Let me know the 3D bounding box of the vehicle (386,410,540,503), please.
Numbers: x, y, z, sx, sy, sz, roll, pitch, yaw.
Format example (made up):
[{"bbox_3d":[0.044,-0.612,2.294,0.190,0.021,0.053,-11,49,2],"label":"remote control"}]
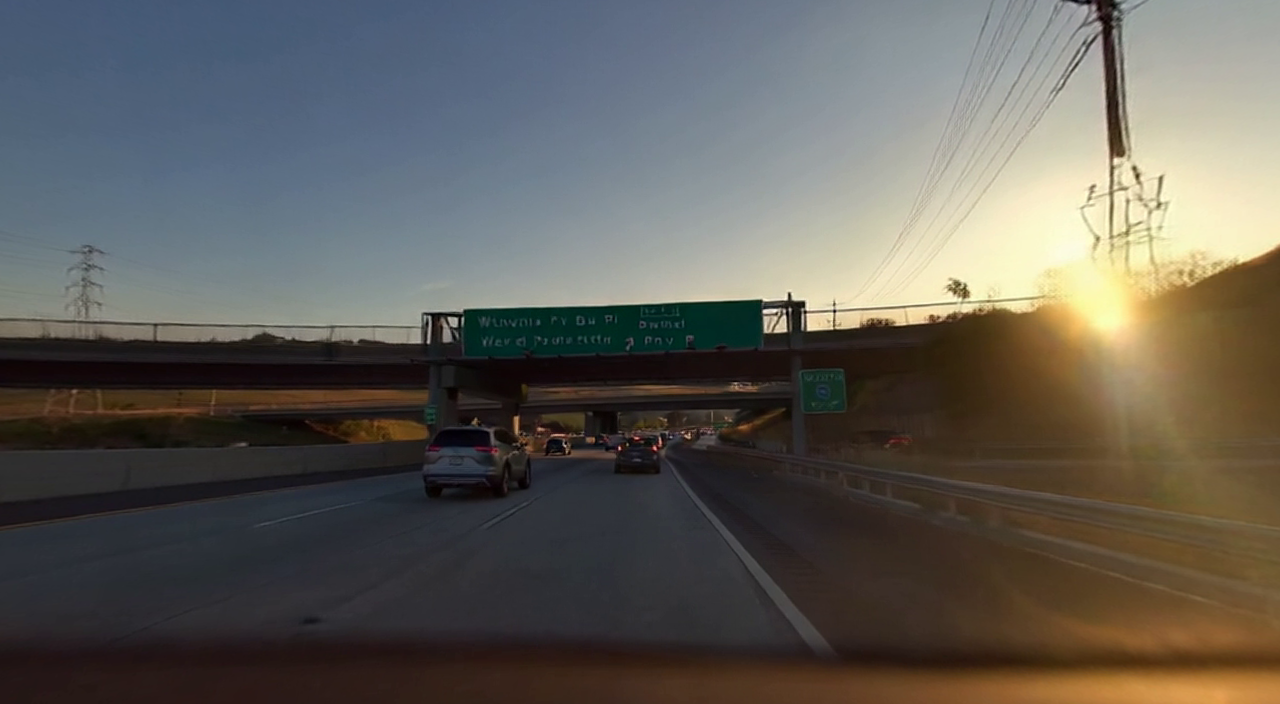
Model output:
[{"bbox_3d":[-3.980,2.481,15.270,2.228,1.845,4.847,-1,-8,1],"label":"vehicle"}]

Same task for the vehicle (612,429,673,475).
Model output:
[{"bbox_3d":[0.170,3.896,24.711,2.193,1.651,3.946,-1,-8,2],"label":"vehicle"}]

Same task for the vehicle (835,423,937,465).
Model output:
[{"bbox_3d":[16.332,6.193,42.453,2.571,2.571,6.876,2,-9,-16],"label":"vehicle"}]
